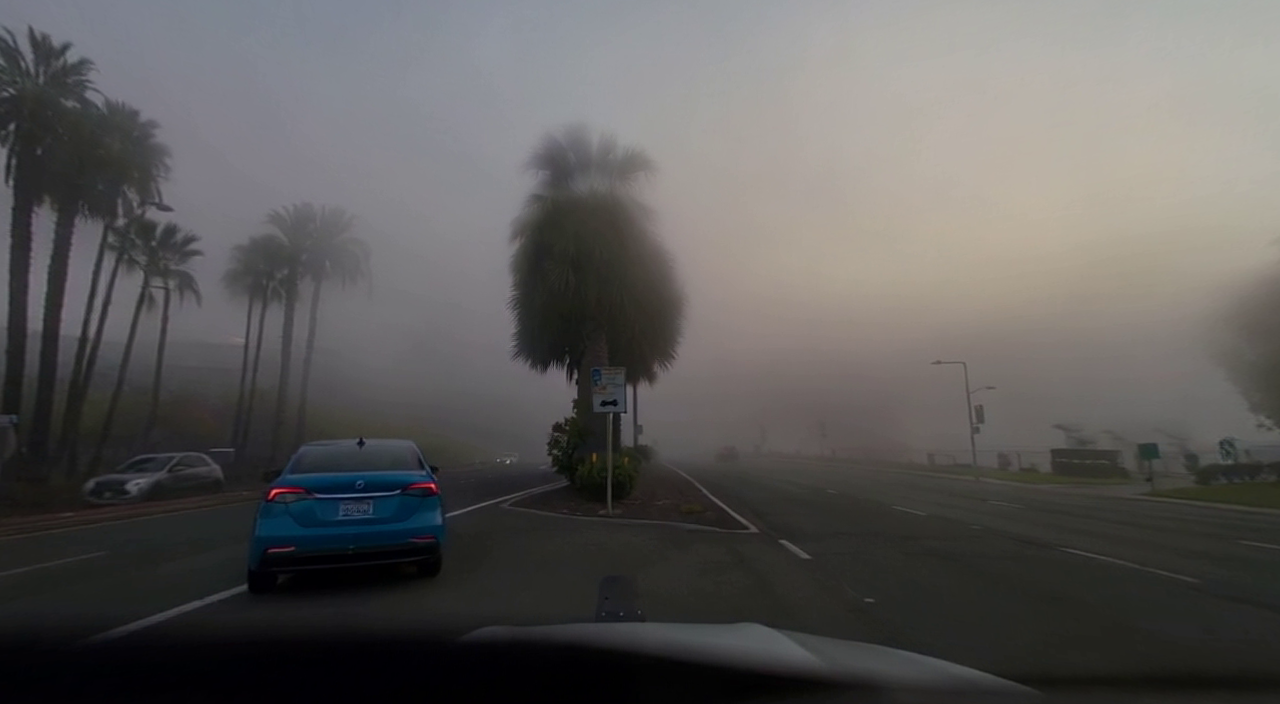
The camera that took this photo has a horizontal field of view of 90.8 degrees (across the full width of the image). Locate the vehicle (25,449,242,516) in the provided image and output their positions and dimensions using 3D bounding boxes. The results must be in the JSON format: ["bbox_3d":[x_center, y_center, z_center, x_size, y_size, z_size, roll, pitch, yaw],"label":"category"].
[{"bbox_3d":[-12.974,3.324,16.706,2.099,1.464,4.615,0,-9,-4],"label":"vehicle"}]

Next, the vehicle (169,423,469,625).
[{"bbox_3d":[-3.801,1.618,7.035,1.986,1.473,4.382,7,-11,-39],"label":"vehicle"}]
